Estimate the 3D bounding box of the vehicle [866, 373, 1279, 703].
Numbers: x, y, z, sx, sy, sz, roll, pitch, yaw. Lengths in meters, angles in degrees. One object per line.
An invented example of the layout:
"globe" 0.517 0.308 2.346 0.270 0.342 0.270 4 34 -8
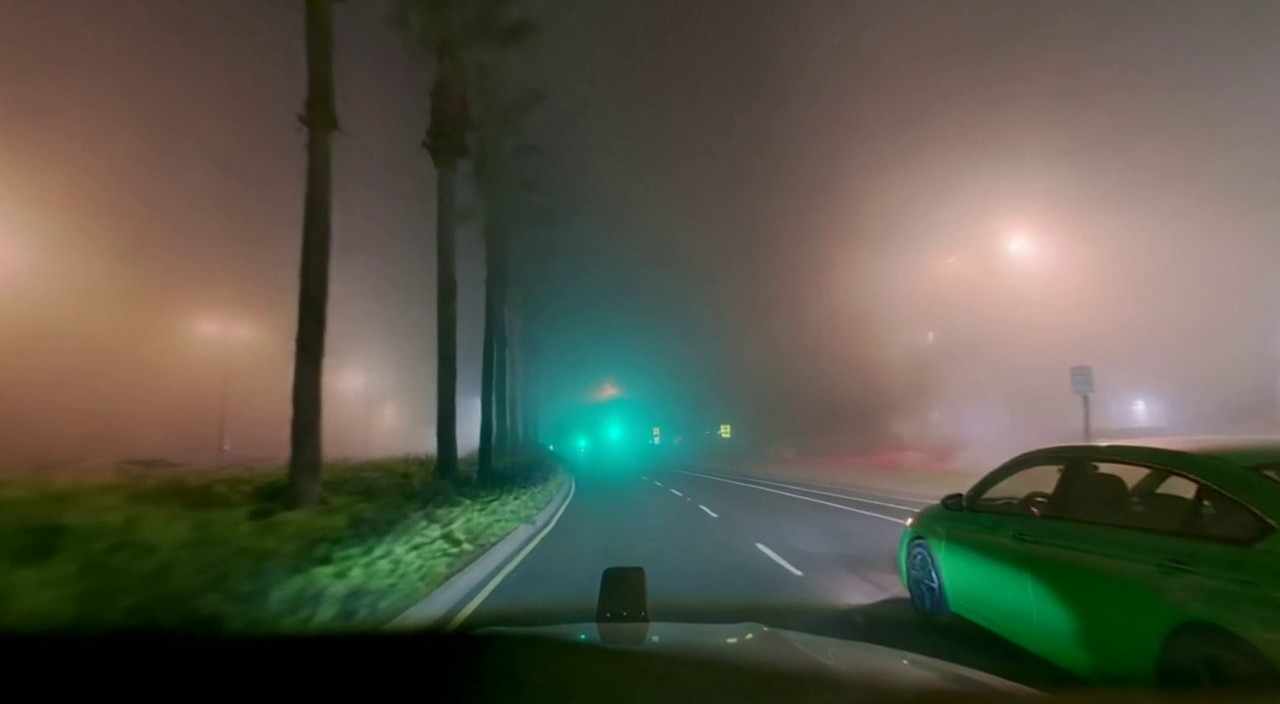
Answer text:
"vehicle" 3.065 1.074 3.587 1.867 1.554 4.301 0 -9 -1
